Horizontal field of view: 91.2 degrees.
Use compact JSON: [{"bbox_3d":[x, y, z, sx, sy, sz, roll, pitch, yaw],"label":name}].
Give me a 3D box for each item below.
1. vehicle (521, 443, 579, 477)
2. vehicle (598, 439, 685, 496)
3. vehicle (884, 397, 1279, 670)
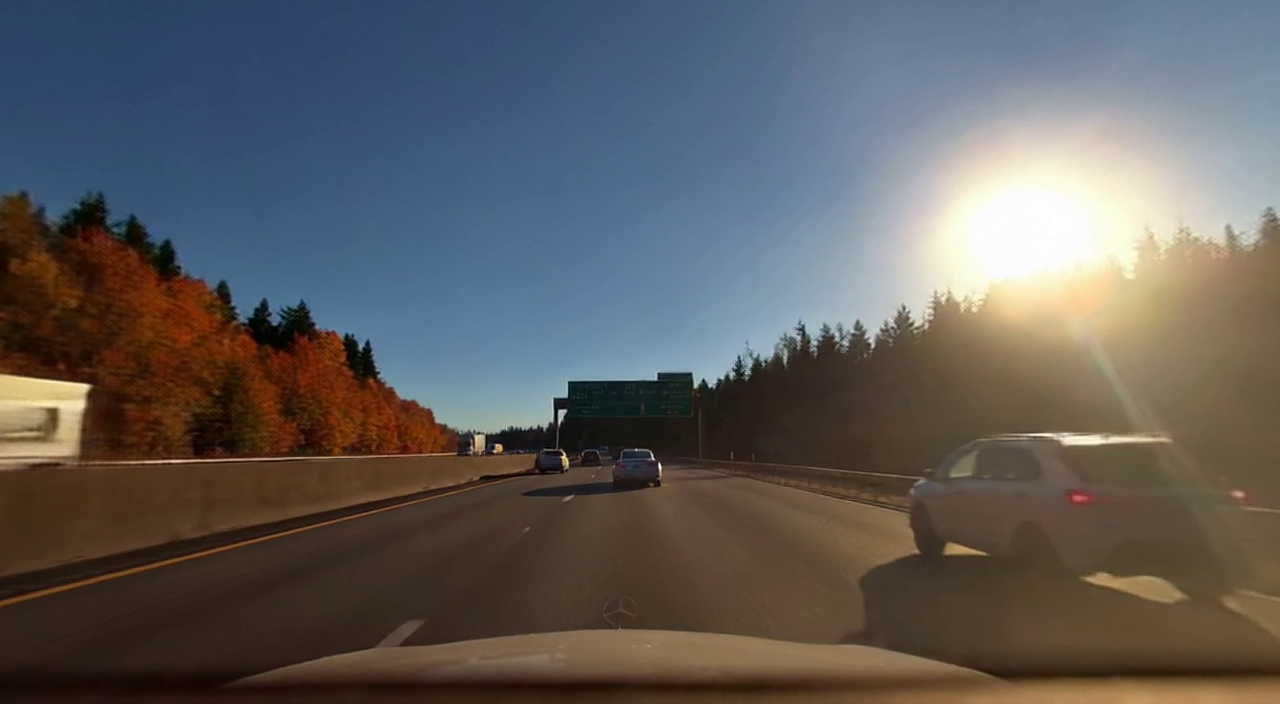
[{"bbox_3d":[-4.770,5.832,33.972,2.545,1.679,4.267,0,-9,-1],"label":"vehicle"},{"bbox_3d":[0.001,3.824,21.076,2.634,1.679,4.070,0,-9,-2],"label":"vehicle"},{"bbox_3d":[4.253,1.389,5.913,2.035,1.571,4.413,0,-9,-1],"label":"vehicle"}]
